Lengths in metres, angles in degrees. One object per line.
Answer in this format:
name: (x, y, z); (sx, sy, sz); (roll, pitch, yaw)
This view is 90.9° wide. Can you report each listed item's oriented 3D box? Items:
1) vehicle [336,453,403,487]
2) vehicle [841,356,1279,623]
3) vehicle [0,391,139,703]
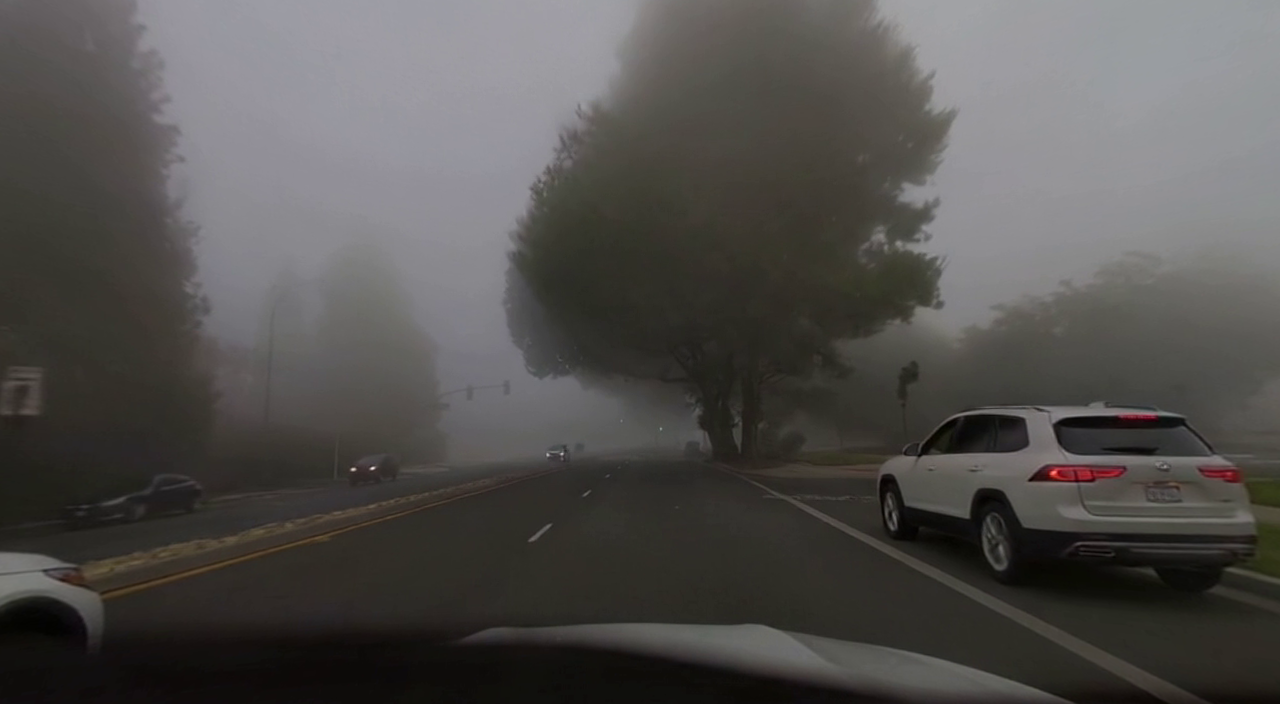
vehicle: (-15.083, 6.579, 35.430); (2.077, 1.704, 4.602); (1, -9, -6)
vehicle: (4.476, 1.475, 7.761); (2.338, 2.063, 5.592); (-1, -9, 2)
vehicle: (-3.724, 0.763, 1.033); (2.058, 1.659, 4.514); (0, -9, 0)
